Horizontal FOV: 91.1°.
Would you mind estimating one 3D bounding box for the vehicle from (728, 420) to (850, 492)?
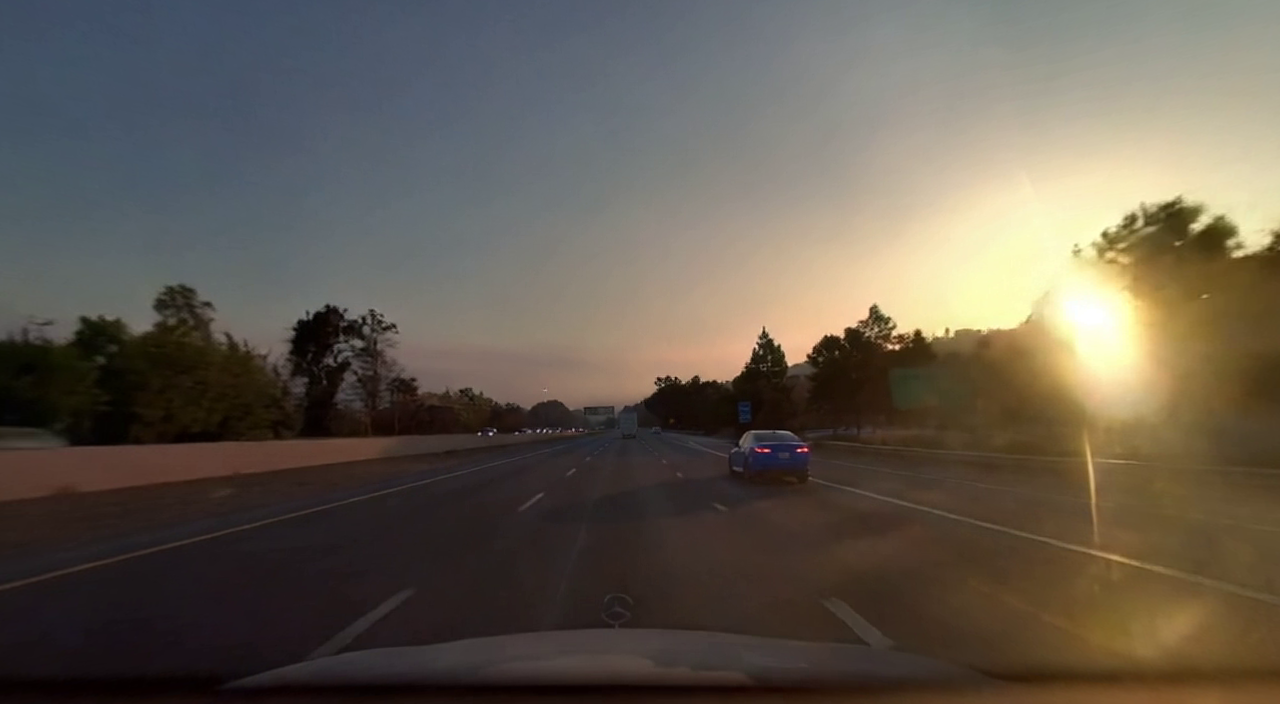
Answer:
[{"bbox_3d":[3.573,2.569,15.868,1.973,1.563,3.959,0,-8,-2],"label":"vehicle"}]
